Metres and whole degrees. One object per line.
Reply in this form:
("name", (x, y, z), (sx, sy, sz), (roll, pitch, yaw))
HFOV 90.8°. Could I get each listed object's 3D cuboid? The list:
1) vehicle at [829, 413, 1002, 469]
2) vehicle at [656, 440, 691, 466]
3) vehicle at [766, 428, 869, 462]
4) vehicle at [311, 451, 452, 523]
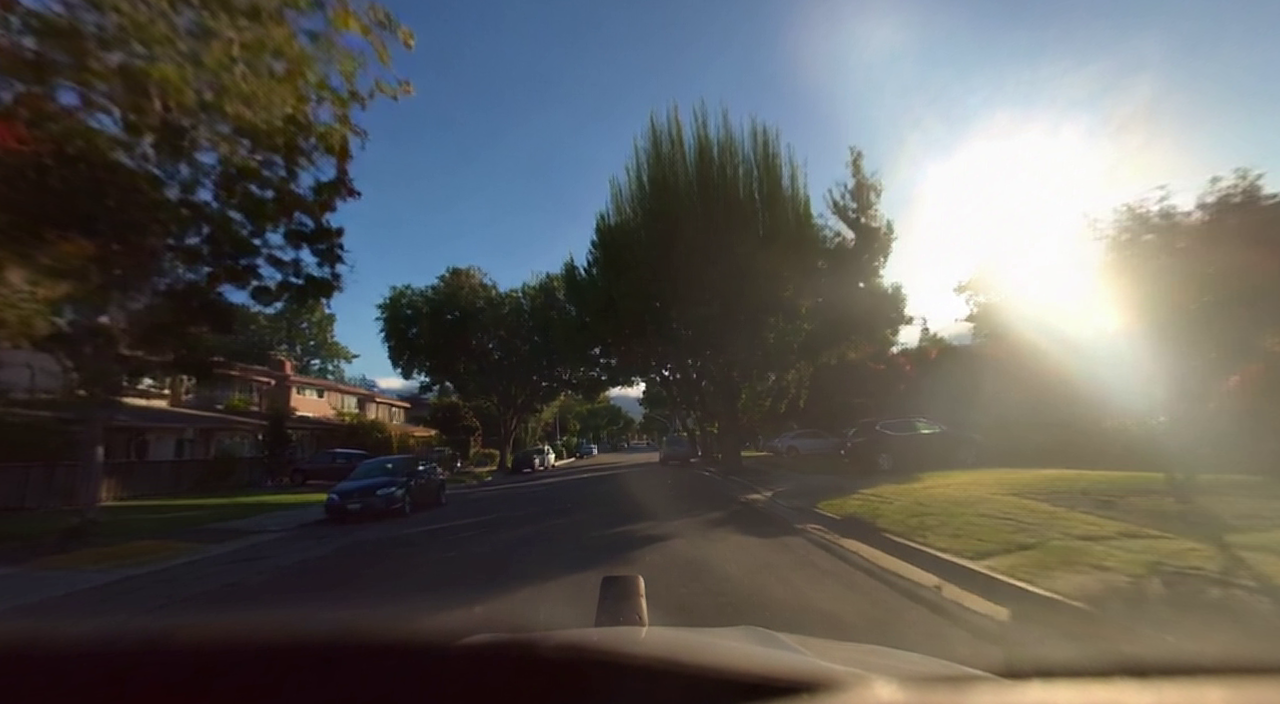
("vehicle", (8.641, 2.835, 20.111), (4.599, 1.652, 1.903), (0, -8, -2))
("vehicle", (2.030, 6.208, 39.111), (2.022, 1.483, 4.565), (0, -8, 2))
("vehicle", (8.572, 4.517, 30.803), (4.331, 1.570, 2.009), (0, -8, -2))
("vehicle", (-6.089, 3.177, 15.369), (1.878, 1.496, 3.535), (0, -8, 1))
